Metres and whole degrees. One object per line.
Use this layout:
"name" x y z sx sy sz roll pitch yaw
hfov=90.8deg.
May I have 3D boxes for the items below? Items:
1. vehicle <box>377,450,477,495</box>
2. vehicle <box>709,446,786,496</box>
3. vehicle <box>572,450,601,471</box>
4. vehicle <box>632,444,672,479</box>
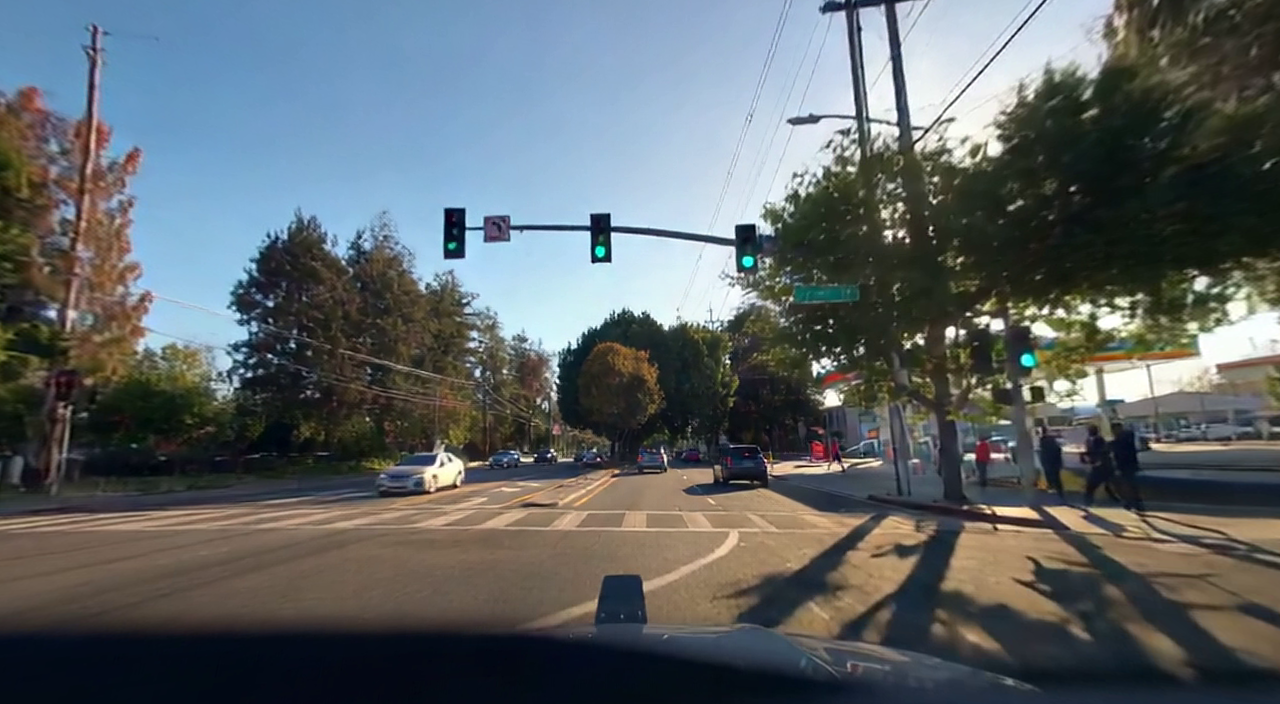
"vehicle" -7.975 4.520 24.176 2.109 1.525 4.562 -1 -9 2
"vehicle" 3.757 4.237 22.898 1.990 1.592 4.294 0 -9 0
"vehicle" -4.088 8.384 48.922 1.816 1.484 3.629 -1 -9 2
"vehicle" 0.668 6.160 35.738 2.163 1.825 4.073 0 -9 1
